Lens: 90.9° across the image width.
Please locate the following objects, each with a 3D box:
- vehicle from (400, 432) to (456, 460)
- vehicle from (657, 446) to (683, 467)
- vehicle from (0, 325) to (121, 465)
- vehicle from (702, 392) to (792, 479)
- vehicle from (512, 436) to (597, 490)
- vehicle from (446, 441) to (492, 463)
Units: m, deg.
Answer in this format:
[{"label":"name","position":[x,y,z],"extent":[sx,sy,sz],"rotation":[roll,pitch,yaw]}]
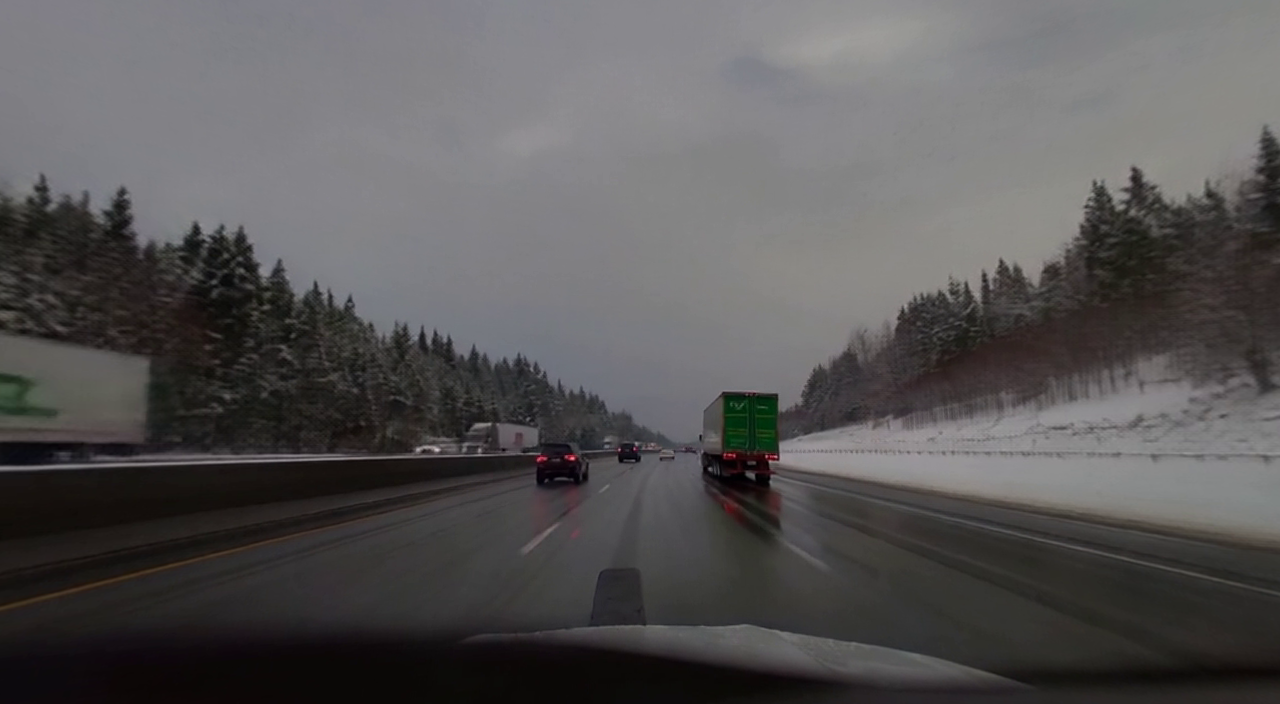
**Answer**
[{"label":"vehicle","position":[-14.883,6.639,44.555],"extent":[2.102,1.845,4.723],"rotation":[-1,-9,3]},{"label":"vehicle","position":[2.360,8.185,49.411],"extent":[1.990,1.537,3.725],"rotation":[-1,-9,3]},{"label":"vehicle","position":[-20.657,0.699,14.950],"extent":[3.202,4.099,15.246],"rotation":[0,-9,2]},{"label":"vehicle","position":[5.616,4.947,36.071],"extent":[3.057,3.993,13.914],"rotation":[0,-9,2]},{"label":"vehicle","position":[-2.895,3.901,22.394],"extent":[2.205,1.728,4.397],"rotation":[-1,-9,3]},{"label":"vehicle","position":[-11.800,6.888,43.713],"extent":[1.822,1.445,4.076],"rotation":[-1,-8,3]}]
